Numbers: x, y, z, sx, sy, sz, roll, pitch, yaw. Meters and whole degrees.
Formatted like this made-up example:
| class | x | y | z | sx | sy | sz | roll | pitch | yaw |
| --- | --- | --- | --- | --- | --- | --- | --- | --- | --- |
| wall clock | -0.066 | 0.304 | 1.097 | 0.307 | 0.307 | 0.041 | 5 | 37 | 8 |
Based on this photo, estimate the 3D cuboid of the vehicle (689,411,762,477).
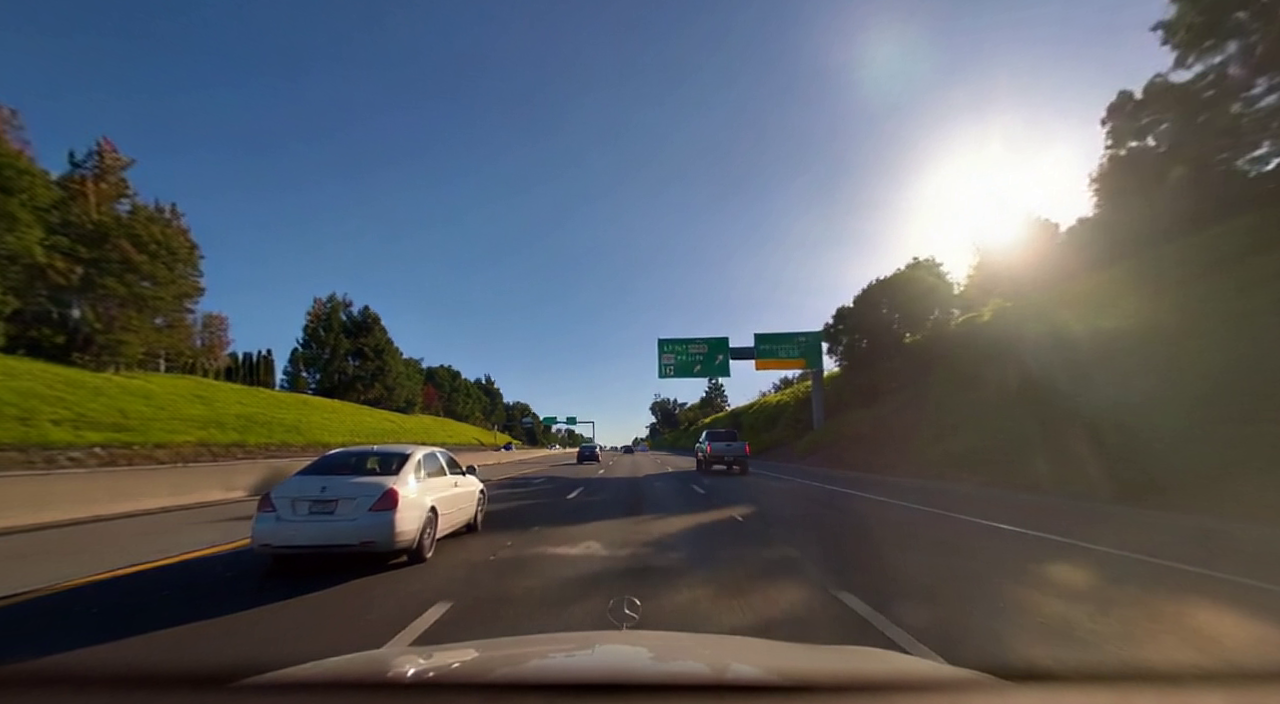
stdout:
| class | x | y | z | sx | sy | sz | roll | pitch | yaw |
| --- | --- | --- | --- | --- | --- | --- | --- | --- | --- |
| vehicle | 3.718 | 4.191 | 28.606 | 2.361 | 2.636 | 5.684 | 0 | -9 | -1 |

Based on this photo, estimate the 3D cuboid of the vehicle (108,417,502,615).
| class | x | y | z | sx | sy | sz | roll | pitch | yaw |
| --- | --- | --- | --- | --- | --- | --- | --- | --- | --- |
| vehicle | -3.122 | 1.641 | 7.320 | 1.939 | 1.513 | 4.773 | 0 | -9 | 0 |
